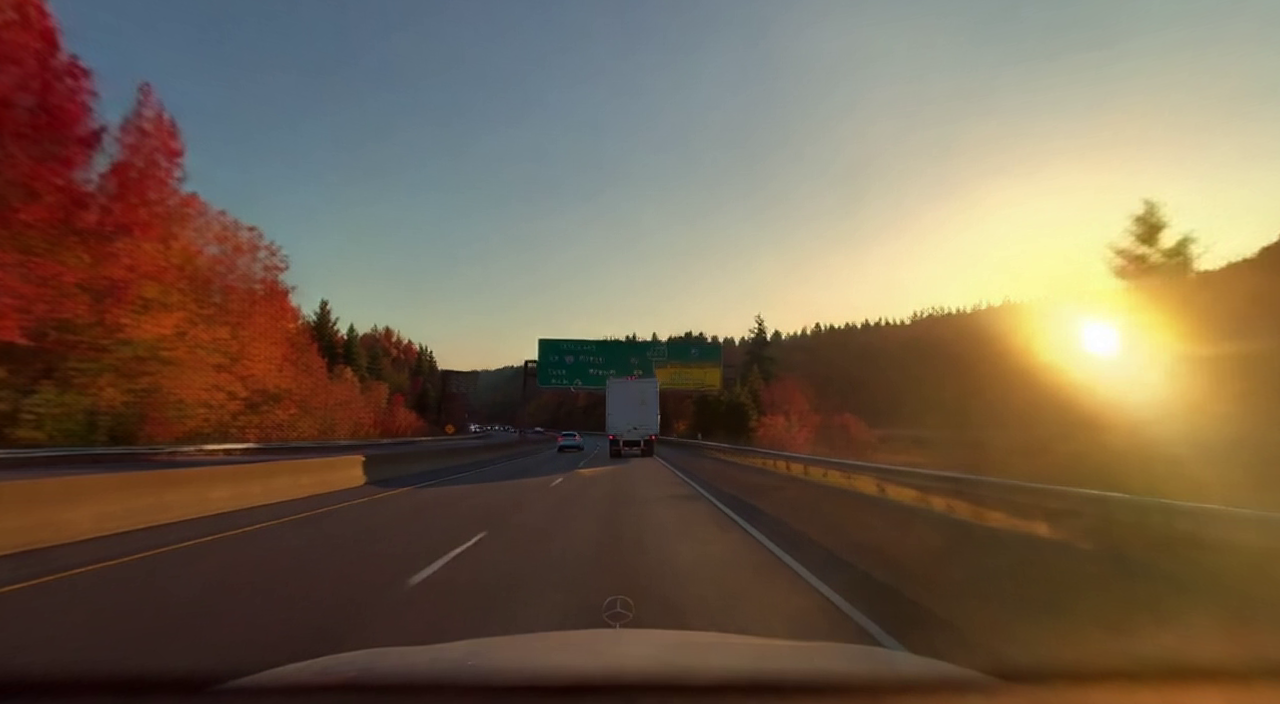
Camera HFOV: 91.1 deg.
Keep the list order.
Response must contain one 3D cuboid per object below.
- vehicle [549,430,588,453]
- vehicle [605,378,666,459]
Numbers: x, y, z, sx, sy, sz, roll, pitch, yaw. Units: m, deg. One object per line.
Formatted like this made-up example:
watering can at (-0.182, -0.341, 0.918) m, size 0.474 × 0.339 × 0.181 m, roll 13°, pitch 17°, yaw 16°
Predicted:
vehicle at (-4.850, 6.162, 43.335) m, size 2.217 × 1.495 × 4.245 m, roll 0°, pitch -8°, yaw 0°
vehicle at (-0.392, 4.082, 37.185) m, size 3.013 × 4.016 × 11.496 m, roll 0°, pitch -8°, yaw -2°
